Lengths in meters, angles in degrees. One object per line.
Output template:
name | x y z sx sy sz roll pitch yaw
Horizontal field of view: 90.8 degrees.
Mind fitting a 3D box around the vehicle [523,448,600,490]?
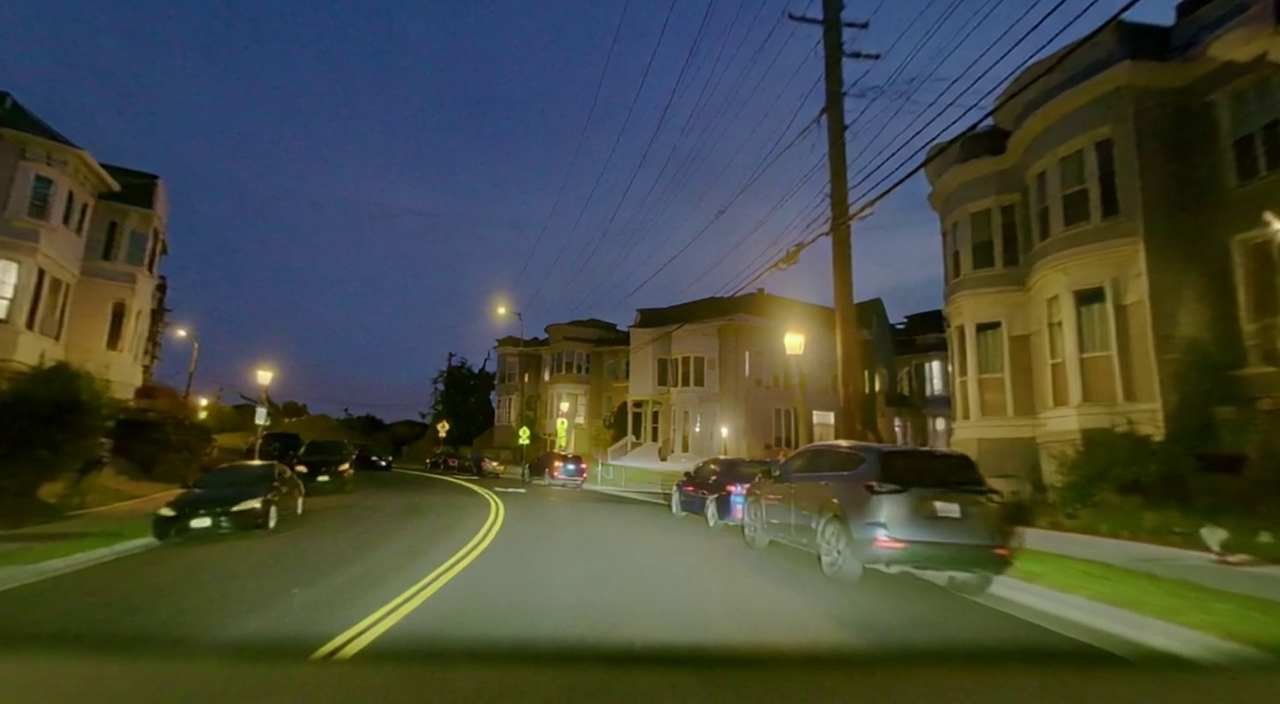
vehicle | -3.754 5.392 29.442 1.994 1.682 4.750 9 -12 -25

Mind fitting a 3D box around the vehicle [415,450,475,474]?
vehicle | -13.258 7.406 42.770 1.923 1.531 4.568 8 -12 -44

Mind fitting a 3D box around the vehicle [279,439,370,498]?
vehicle | -10.199 3.748 20.802 2.023 1.674 4.556 3 -9 -19

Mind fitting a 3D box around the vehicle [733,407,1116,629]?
vehicle | 2.719 1.696 7.570 1.974 1.769 4.610 1 -9 -7

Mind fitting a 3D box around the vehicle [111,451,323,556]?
vehicle | -7.741 2.718 12.042 2.003 1.447 3.642 -3 -8 -10

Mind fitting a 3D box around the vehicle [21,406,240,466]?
vehicle | -18.154 3.098 23.057 5.822 1.956 2.355 5 -10 -31
